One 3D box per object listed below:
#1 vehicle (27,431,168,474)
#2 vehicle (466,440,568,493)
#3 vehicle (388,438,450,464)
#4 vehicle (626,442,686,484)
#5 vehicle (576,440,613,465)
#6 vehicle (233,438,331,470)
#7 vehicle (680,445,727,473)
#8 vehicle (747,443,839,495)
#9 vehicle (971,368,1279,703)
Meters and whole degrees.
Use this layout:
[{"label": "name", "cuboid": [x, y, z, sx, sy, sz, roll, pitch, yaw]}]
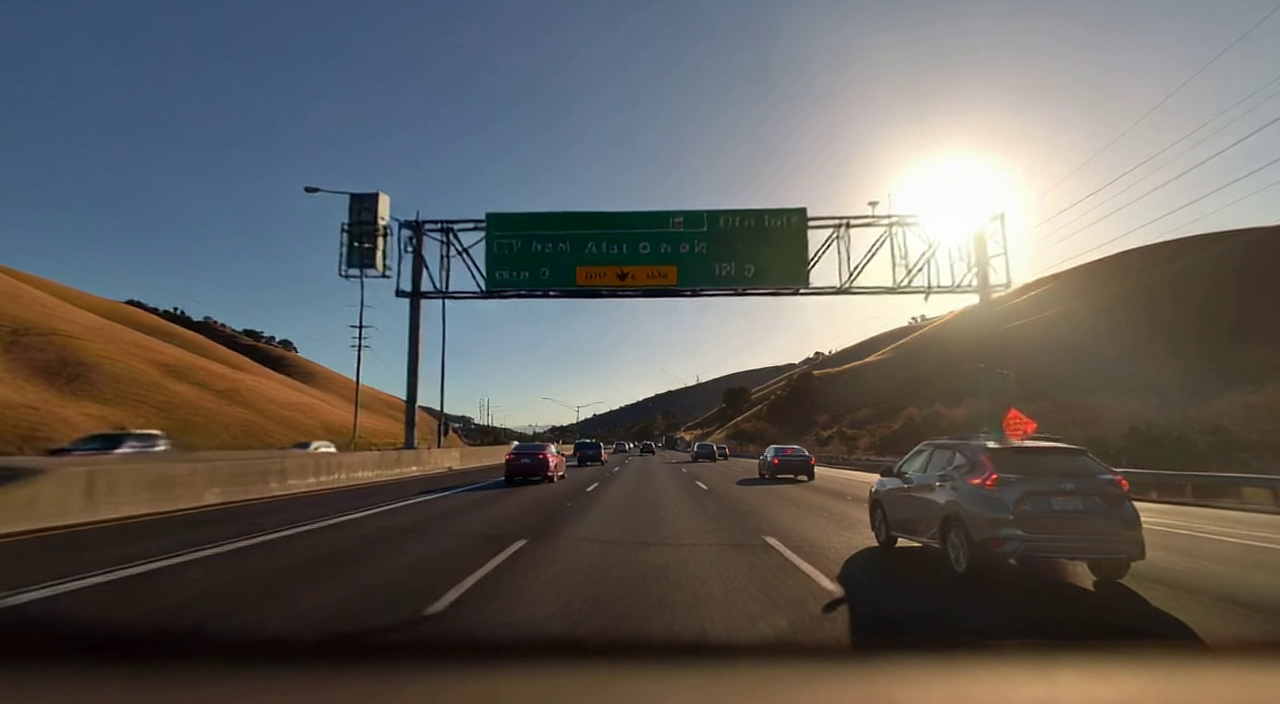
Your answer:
[{"label": "vehicle", "cuboid": [-21.530, 4.003, 25.270, 1.976, 1.559, 3.997, -1, -8, 2]}, {"label": "vehicle", "cuboid": [-3.655, 3.489, 19.614, 2.232, 1.438, 4.163, -1, -8, 2]}, {"label": "vehicle", "cuboid": [-13.979, 6.299, 40.158, 2.252, 1.507, 4.433, 0, -8, 1]}, {"label": "vehicle", "cuboid": [0.604, 4.349, 25.035, 2.138, 1.473, 4.392, 0, -8, 1]}, {"label": "vehicle", "cuboid": [-3.215, 7.196, 45.334, 2.234, 1.675, 4.527, -1, -8, 2]}, {"label": "vehicle", "cuboid": [-18.038, 5.150, 32.129, 2.126, 1.487, 4.681, -1, -8, 2]}, {"label": "vehicle", "cuboid": [3.548, 6.076, 36.001, 2.177, 1.453, 4.205, 0, -8, -1]}, {"label": "vehicle", "cuboid": [4.840, 3.730, 20.532, 1.867, 1.465, 4.093, 0, -8, -2]}, {"label": "vehicle", "cuboid": [3.849, 0.937, 2.988, 2.018, 1.670, 4.658, 0, -8, 0]}]
